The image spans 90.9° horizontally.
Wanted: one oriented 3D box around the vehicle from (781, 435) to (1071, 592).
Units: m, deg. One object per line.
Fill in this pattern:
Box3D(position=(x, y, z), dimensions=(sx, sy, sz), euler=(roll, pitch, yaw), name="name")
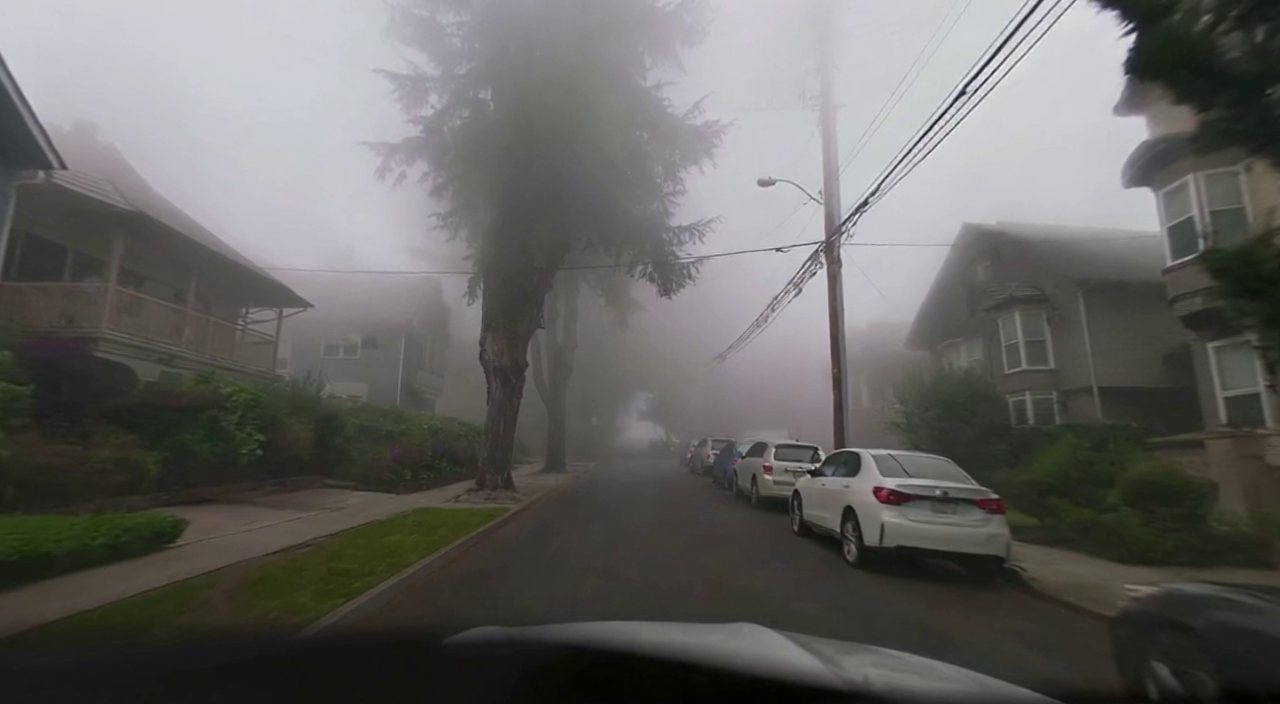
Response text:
Box3D(position=(3.158, 1.804, 8.009), dimensions=(1.759, 1.464, 3.993), euler=(0, -8, -1), name="vehicle")
